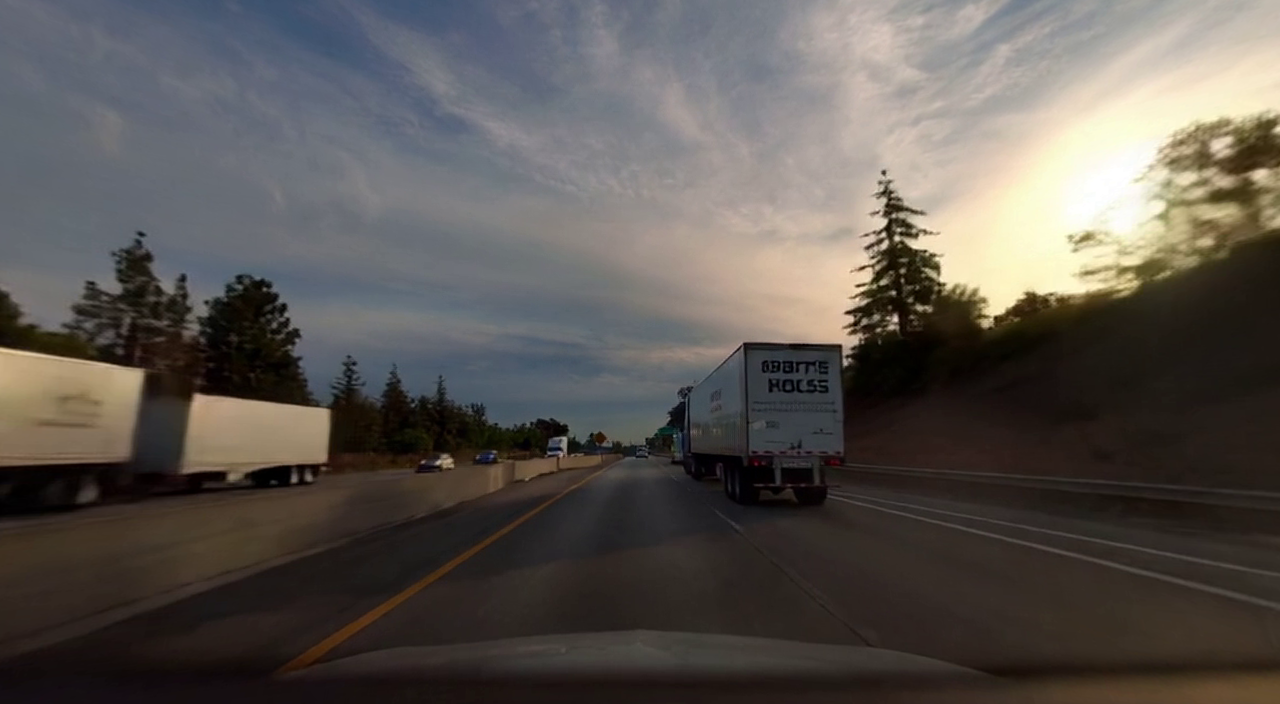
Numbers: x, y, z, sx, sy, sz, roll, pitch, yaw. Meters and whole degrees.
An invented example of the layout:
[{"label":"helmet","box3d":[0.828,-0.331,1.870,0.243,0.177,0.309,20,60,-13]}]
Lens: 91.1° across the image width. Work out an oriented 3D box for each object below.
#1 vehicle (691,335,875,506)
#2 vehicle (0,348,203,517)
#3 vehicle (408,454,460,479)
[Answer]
[{"label":"vehicle","box3d":[3.914,2.690,21.907,2.926,4.060,14.068,0,-9,-1]},{"label":"vehicle","box3d":[-17.056,1.958,15.264,2.807,4.089,13.887,0,-9,0]},{"label":"vehicle","box3d":[-12.695,7.077,39.023,1.831,1.460,4.183,0,-9,0]}]
